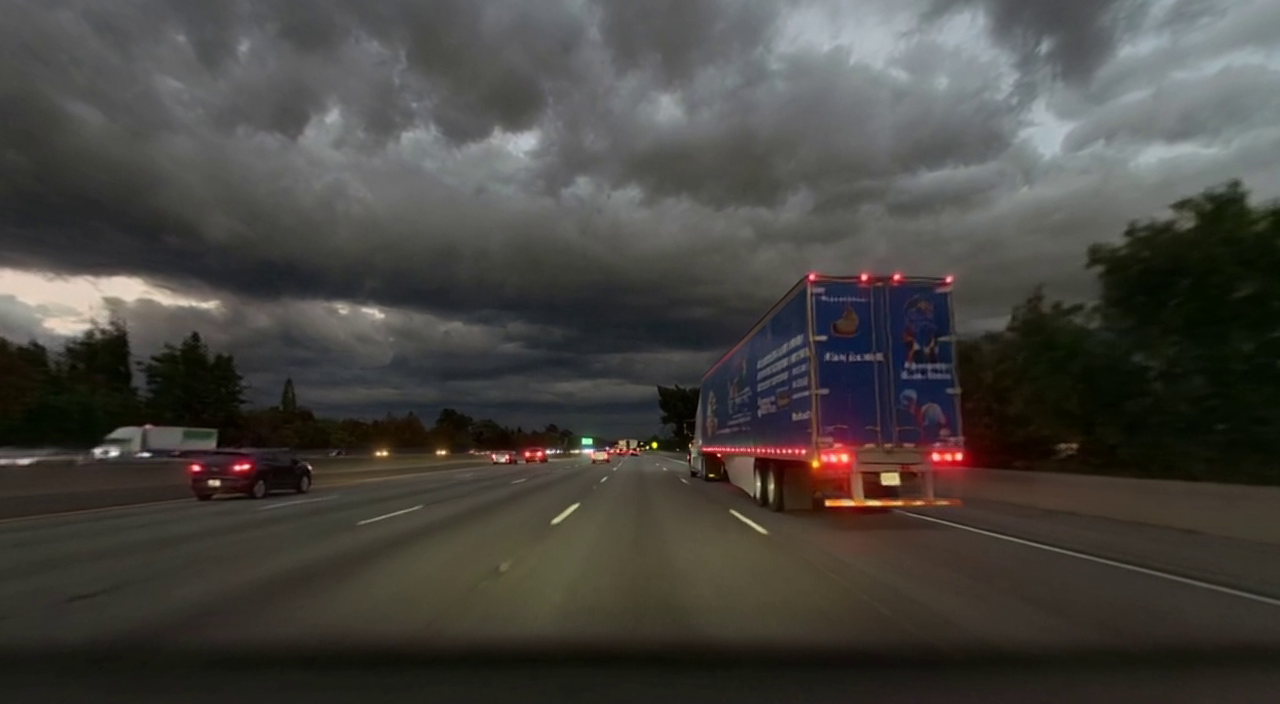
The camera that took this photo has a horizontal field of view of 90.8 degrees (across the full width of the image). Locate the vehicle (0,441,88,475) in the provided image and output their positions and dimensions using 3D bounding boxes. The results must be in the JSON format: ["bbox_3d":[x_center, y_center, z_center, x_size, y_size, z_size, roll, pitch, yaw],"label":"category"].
[{"bbox_3d":[-39.611,6.800,40.674,2.298,2.001,6.372,0,-9,0],"label":"vehicle"}]

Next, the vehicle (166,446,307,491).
[{"bbox_3d":[-14.430,4.160,23.003,1.982,1.471,4.747,0,-9,0],"label":"vehicle"}]

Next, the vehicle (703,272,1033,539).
[{"bbox_3d":[4.196,1.911,17.423,3.140,4.100,15.551,0,-9,-1],"label":"vehicle"}]
